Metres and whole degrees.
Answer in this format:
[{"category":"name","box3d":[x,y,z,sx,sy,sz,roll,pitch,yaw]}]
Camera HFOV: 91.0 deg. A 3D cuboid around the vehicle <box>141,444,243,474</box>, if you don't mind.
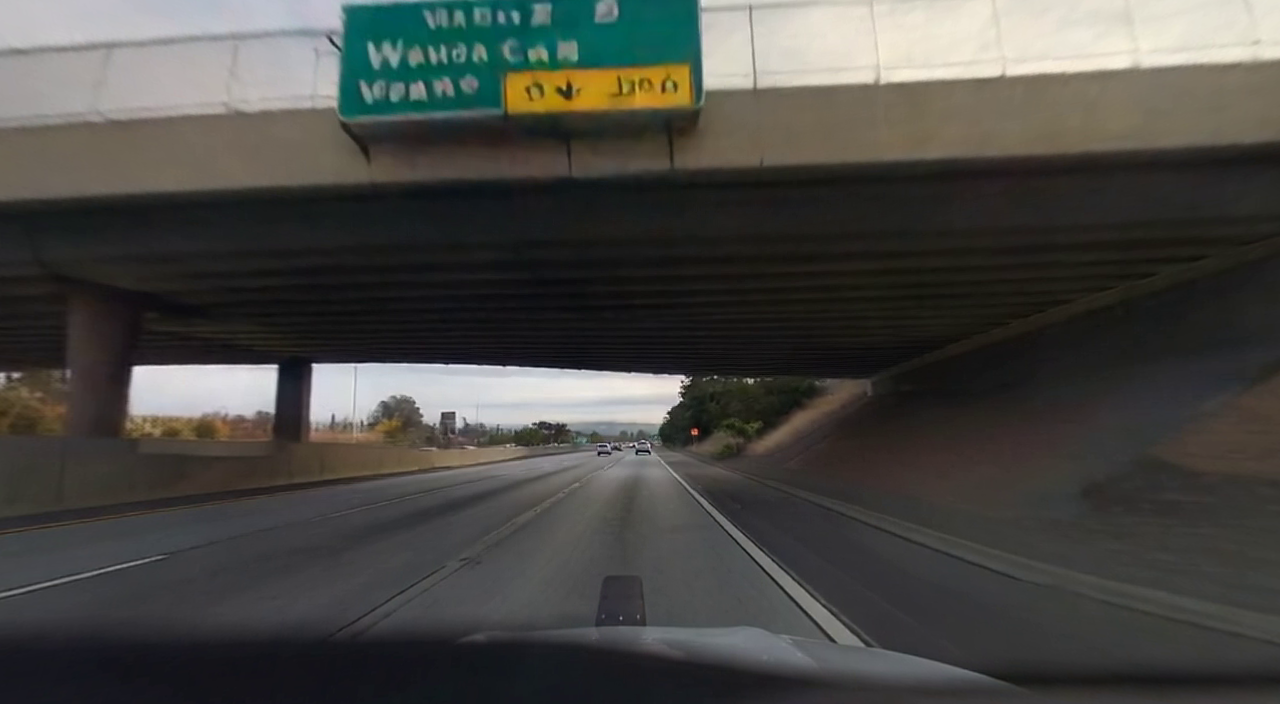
[{"category":"vehicle","box3d":[-32.359,7.731,45.849,2.455,2.029,6.614,0,-9,2]}]
